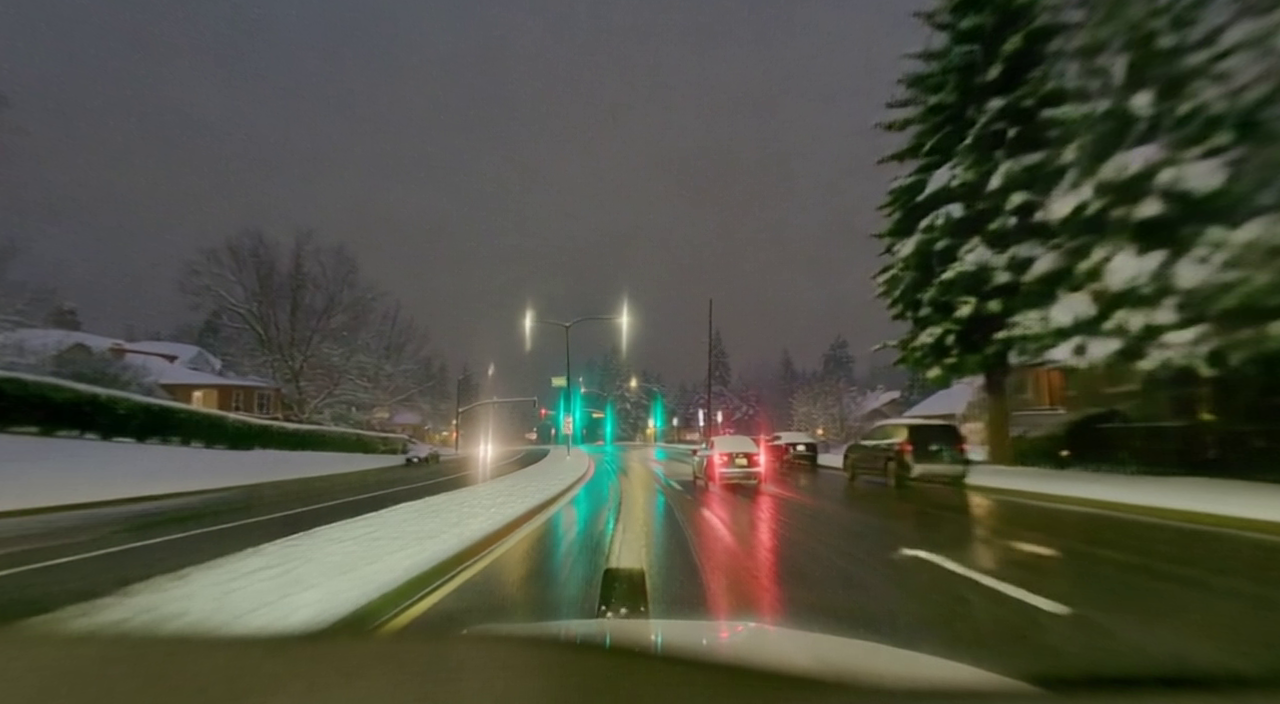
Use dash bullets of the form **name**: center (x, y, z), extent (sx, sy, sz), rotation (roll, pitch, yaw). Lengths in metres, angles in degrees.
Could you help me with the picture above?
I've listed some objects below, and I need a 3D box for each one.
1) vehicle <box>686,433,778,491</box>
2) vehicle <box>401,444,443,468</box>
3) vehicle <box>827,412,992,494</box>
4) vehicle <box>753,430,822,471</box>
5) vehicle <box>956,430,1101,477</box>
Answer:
- **vehicle**: center (2.530, 3.161, 18.415), extent (1.960, 1.479, 4.086), rotation (0, -8, -2)
- **vehicle**: center (-15.849, 7.557, 45.989), extent (1.949, 1.642, 4.376), rotation (1, -9, -6)
- **vehicle**: center (6.915, 2.666, 16.871), extent (2.065, 1.861, 4.704), rotation (1, -8, -4)
- **vehicle**: center (6.287, 4.258, 27.333), extent (2.008, 1.614, 4.369), rotation (0, -8, 1)
- **vehicle**: center (13.062, 3.439, 21.420), extent (3.635, 1.482, 1.879), rotation (-1, -9, 8)
